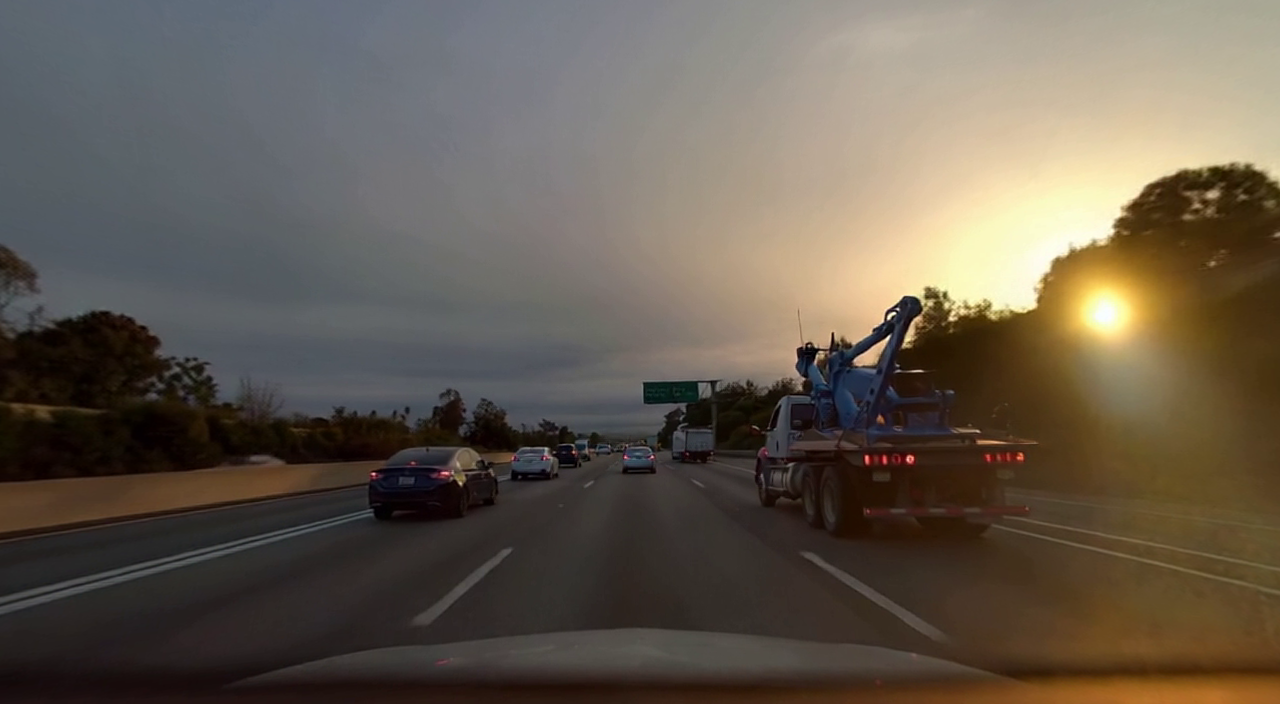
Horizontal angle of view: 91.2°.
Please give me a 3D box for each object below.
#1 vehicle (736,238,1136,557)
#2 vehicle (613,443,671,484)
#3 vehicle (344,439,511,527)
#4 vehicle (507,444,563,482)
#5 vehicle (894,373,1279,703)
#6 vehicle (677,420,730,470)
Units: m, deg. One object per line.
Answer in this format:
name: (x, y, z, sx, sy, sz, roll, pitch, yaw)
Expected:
vehicle: (3.923, 1.093, 11.311, 2.975, 3.618, 8.456, 0, -9, 0)
vehicle: (-0.004, 4.455, 25.352, 2.150, 1.498, 3.988, 0, -9, -2)
vehicle: (-4.223, 2.674, 13.403, 1.880, 1.507, 4.757, 0, -9, 0)
vehicle: (-4.601, 4.919, 28.022, 1.858, 1.527, 3.974, 0, -9, 0)
vehicle: (4.071, 1.081, 3.834, 2.599, 1.631, 5.693, 0, -9, -1)
vehicle: (3.886, 5.940, 39.921, 2.416, 2.829, 7.016, 0, -9, -2)
